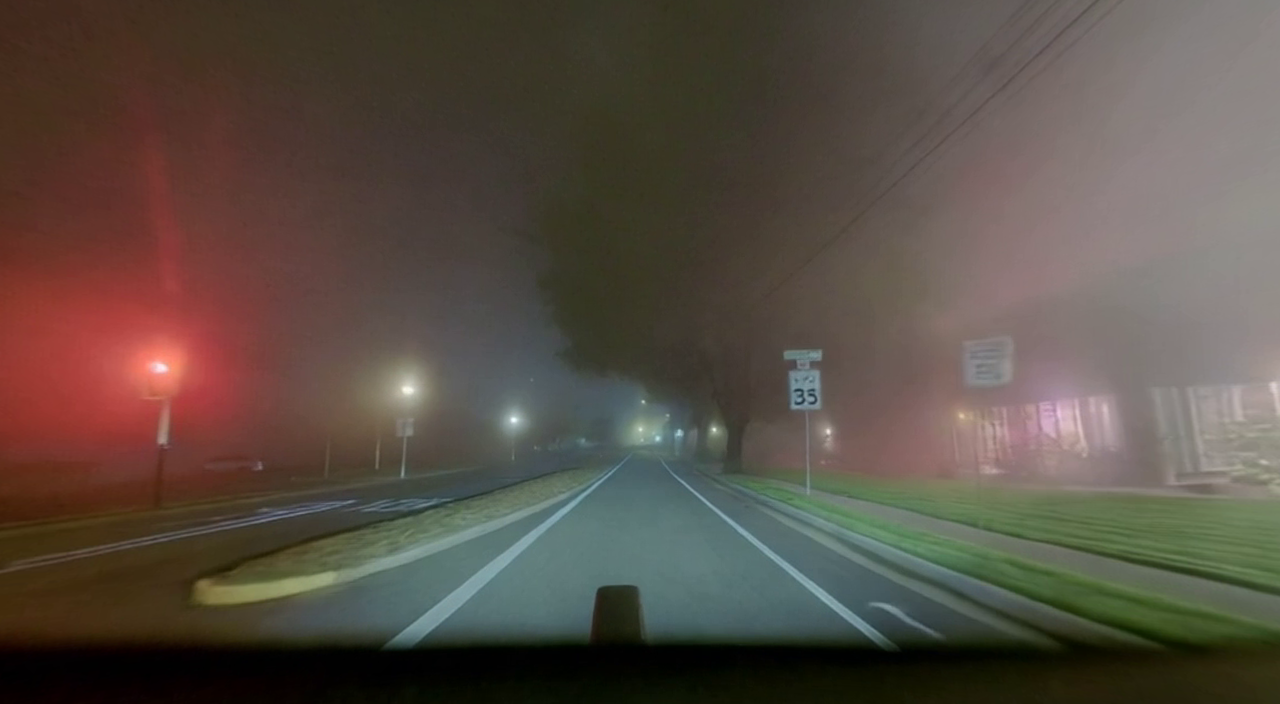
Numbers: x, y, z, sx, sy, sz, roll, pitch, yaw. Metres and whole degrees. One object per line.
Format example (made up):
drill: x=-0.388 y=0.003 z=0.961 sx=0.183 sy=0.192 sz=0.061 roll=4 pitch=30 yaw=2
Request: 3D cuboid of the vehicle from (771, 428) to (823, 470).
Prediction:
vehicle: x=11.255 y=7.055 z=45.677 sx=2.001 sy=1.744 sz=4.449 roll=-4 pitch=-23 yaw=-9

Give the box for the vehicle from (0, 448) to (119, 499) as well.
vehicle: x=-20.083 y=3.989 z=21.162 sx=2.061 sy=1.475 sz=4.357 roll=1 pitch=-8 yaw=-10
